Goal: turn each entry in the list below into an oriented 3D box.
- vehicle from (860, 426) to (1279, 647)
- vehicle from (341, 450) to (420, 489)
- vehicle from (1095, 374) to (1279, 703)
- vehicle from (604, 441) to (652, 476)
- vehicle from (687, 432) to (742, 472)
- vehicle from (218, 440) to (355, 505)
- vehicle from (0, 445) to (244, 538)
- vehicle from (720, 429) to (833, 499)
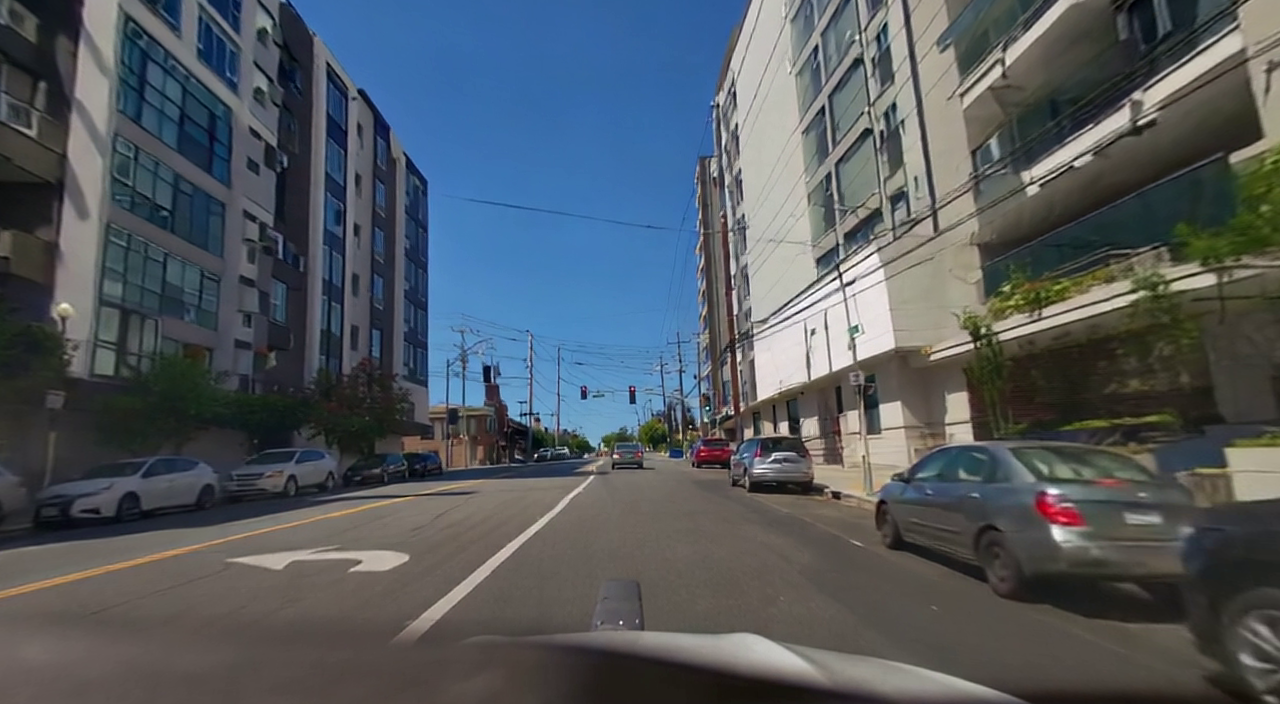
[{"bbox_3d":[4.067,1.578,6.575,1.956,1.489,4.441,0,-8,0],"label":"vehicle"},{"bbox_3d":[-11.864,5.375,29.177,2.004,1.526,3.807,-2,-8,1],"label":"vehicle"},{"bbox_3d":[3.962,0.738,1.503,1.973,1.660,5.031,0,-8,0],"label":"vehicle"},{"bbox_3d":[-0.484,4.756,28.521,2.019,1.453,4.129,0,-8,1],"label":"vehicle"},{"bbox_3d":[3.892,5.343,33.942,2.248,1.945,5.011,0,-8,-1],"label":"vehicle"},{"bbox_3d":[-11.788,4.001,21.562,1.997,1.918,4.736,0,-8,-1],"label":"vehicle"},{"bbox_3d":[-11.805,3.088,14.762,2.039,1.781,4.536,0,-8,1],"label":"vehicle"},{"bbox_3d":[3.791,3.213,18.520,2.186,1.764,4.470,0,-8,-2],"label":"vehicle"}]
